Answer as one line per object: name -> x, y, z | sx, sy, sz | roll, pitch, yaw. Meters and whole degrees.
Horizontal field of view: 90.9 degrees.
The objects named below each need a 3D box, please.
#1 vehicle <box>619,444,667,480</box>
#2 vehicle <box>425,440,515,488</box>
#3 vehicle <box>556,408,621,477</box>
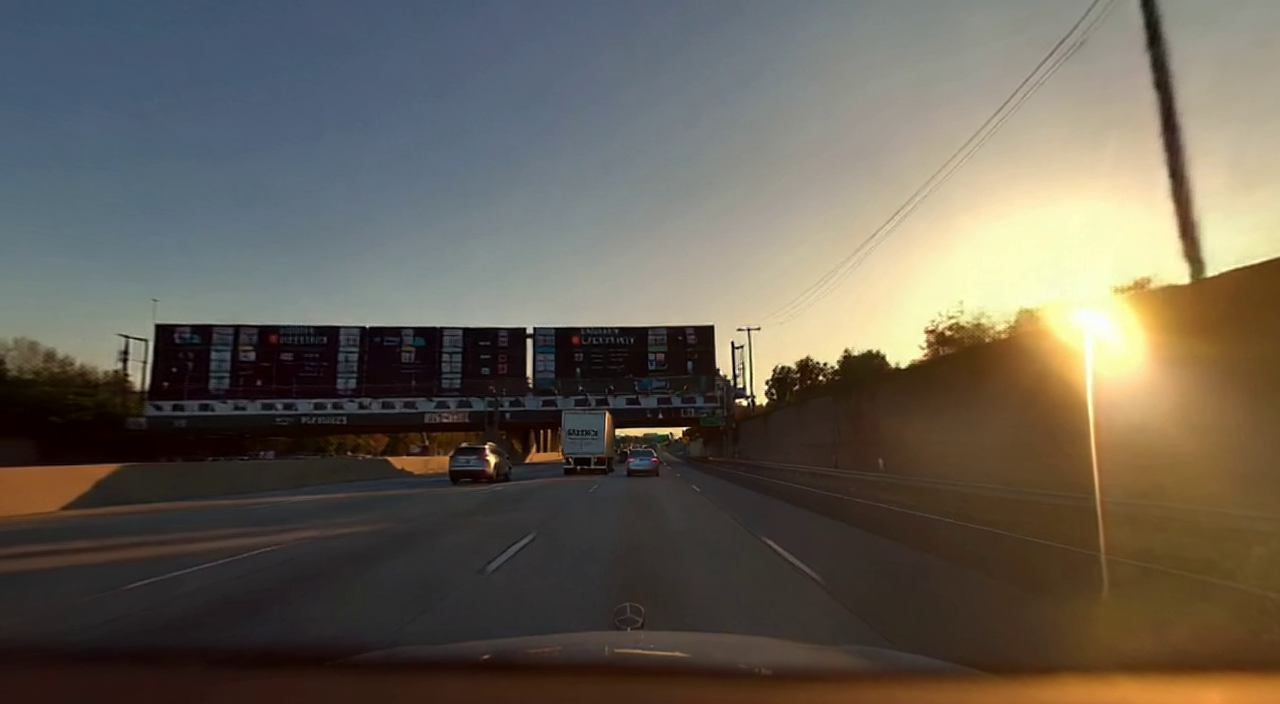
vehicle -> 0.167, 5.228, 30.217 | 2.168, 1.597, 3.615 | 0, -9, 1
vehicle -> -6.408, 4.287, 24.383 | 2.124, 1.674, 4.541 | 0, -9, 1
vehicle -> -2.729, 5.258, 36.332 | 2.794, 3.460, 8.595 | 0, -9, 2
